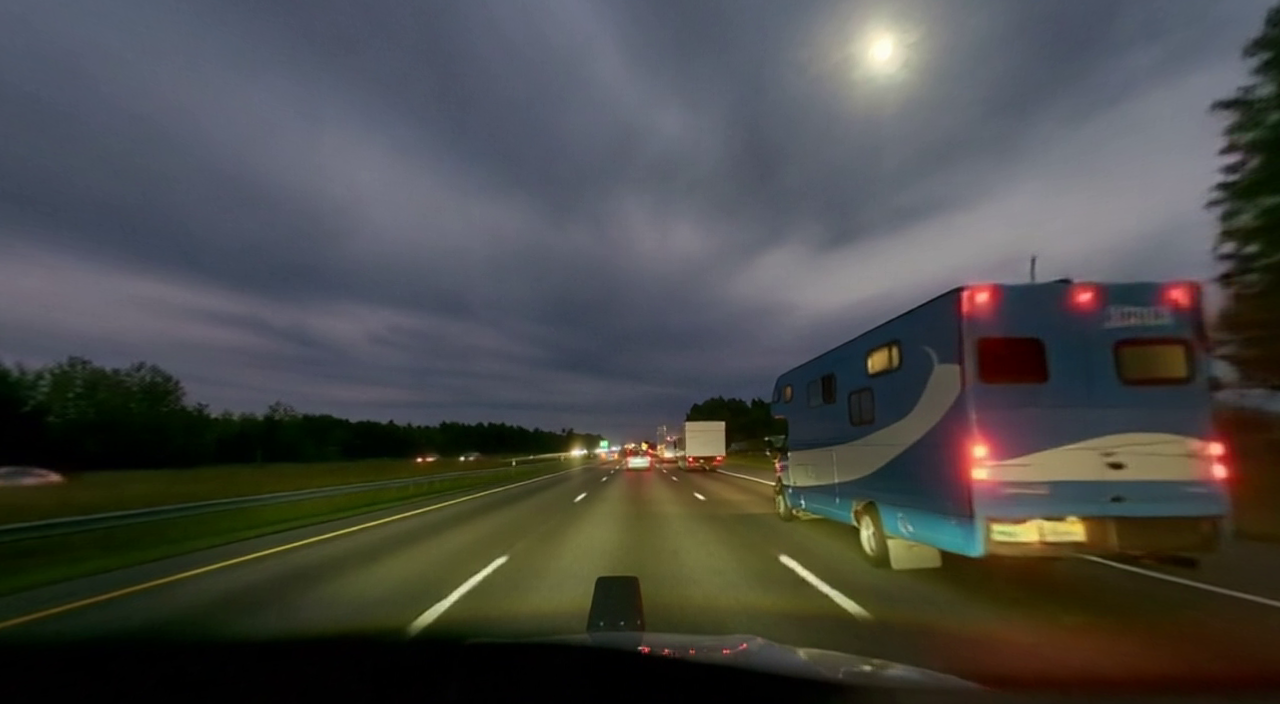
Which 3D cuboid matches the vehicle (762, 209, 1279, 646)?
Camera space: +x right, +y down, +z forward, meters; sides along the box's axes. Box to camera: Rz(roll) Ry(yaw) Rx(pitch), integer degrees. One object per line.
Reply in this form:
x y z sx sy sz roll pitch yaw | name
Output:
3.732 1.020 8.003 2.698 3.001 7.323 0 -9 -1 | vehicle

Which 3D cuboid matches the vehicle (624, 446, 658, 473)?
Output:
0.060 7.039 41.482 2.151 1.678 3.923 0 -9 0 | vehicle

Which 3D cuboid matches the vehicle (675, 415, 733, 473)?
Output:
4.184 6.313 43.121 2.931 3.530 8.760 0 -9 -1 | vehicle
